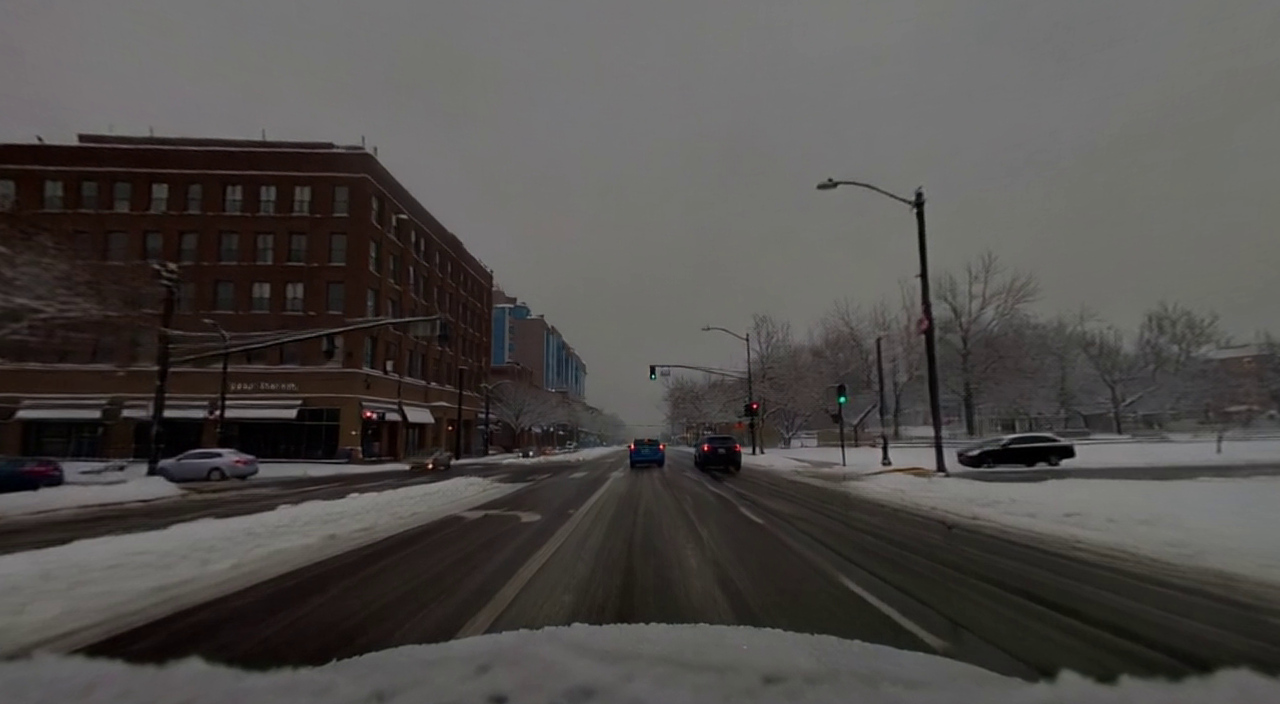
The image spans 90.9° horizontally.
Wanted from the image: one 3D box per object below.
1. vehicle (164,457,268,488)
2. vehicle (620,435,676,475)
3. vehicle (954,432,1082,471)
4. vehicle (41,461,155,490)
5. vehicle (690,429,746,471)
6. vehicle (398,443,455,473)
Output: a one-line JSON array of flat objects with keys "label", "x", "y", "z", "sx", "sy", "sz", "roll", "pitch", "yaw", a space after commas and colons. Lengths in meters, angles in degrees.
[{"label": "vehicle", "x": -23.812, "y": 6.769, "z": 35.503, "sx": 4.404, "sy": 1.618, "sz": 1.968, "roll": 0, "pitch": -9, "yaw": 1}, {"label": "vehicle", "x": 0.299, "y": 4.472, "z": 27.446, "sx": 2.245, "sy": 1.587, "sz": 4.094, "roll": 0, "pitch": -8, "yaw": -1}, {"label": "vehicle", "x": 17.238, "y": 4.572, "z": 28.925, "sx": 4.556, "sy": 1.693, "sz": 2.030, "roll": 0, "pitch": -8, "yaw": -1}, {"label": "vehicle", "x": -30.294, "y": 6.917, "z": 35.311, "sx": 4.452, "sy": 1.517, "sz": 2.095, "roll": 0, "pitch": -9, "yaw": 1}, {"label": "vehicle", "x": 3.853, "y": 4.994, "z": 32.192, "sx": 2.159, "sy": 1.938, "sz": 4.836, "roll": 0, "pitch": -8, "yaw": -1}, {"label": "vehicle", "x": -13.764, "y": 6.826, "z": 40.877, "sx": 2.082, "sy": 1.772, "sz": 4.447, "roll": 0, "pitch": -8, "yaw": 1}]
